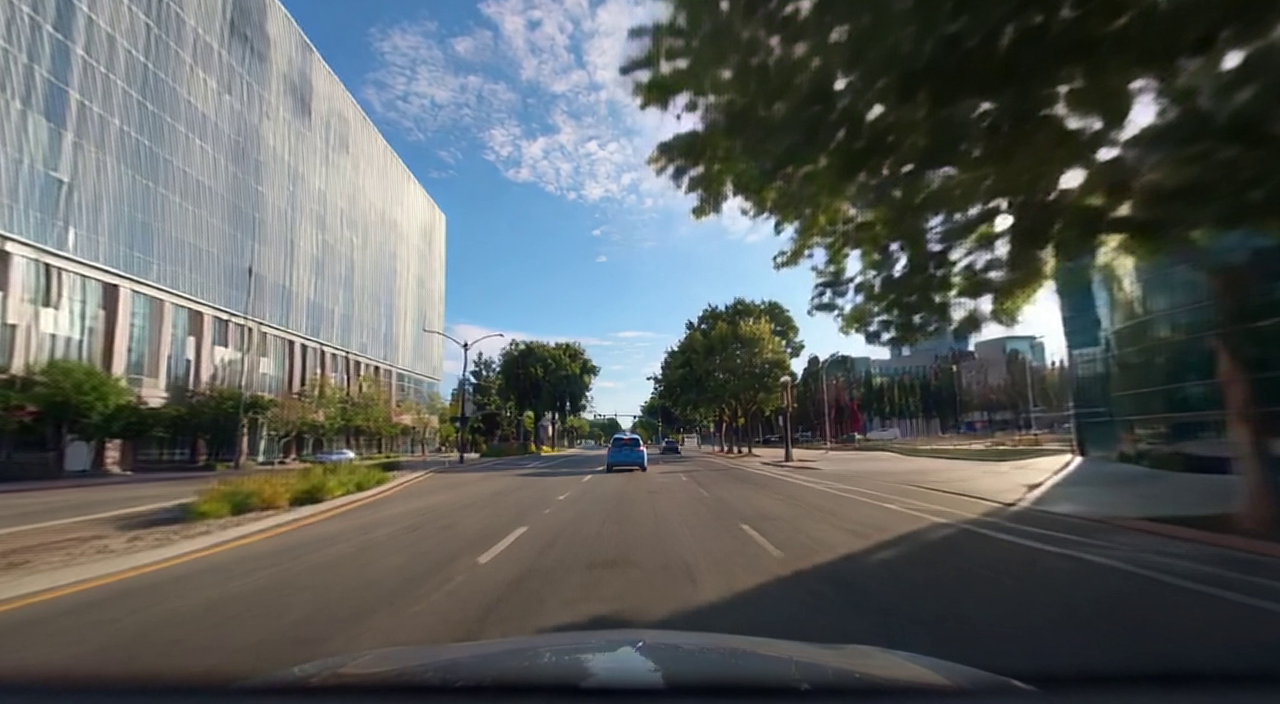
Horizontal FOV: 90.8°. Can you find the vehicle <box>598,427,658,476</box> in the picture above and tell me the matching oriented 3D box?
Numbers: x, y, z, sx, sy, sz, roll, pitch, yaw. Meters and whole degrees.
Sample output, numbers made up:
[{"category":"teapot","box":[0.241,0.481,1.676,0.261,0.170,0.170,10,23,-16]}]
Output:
[{"category":"vehicle","box":[-0.475,4.160,26.642,2.313,1.860,4.319,0,-9,-1]}]

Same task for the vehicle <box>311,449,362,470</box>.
[{"category":"vehicle","box":[-23.649,8.329,49.342,1.867,1.469,4.243,-2,-9,0]}]
